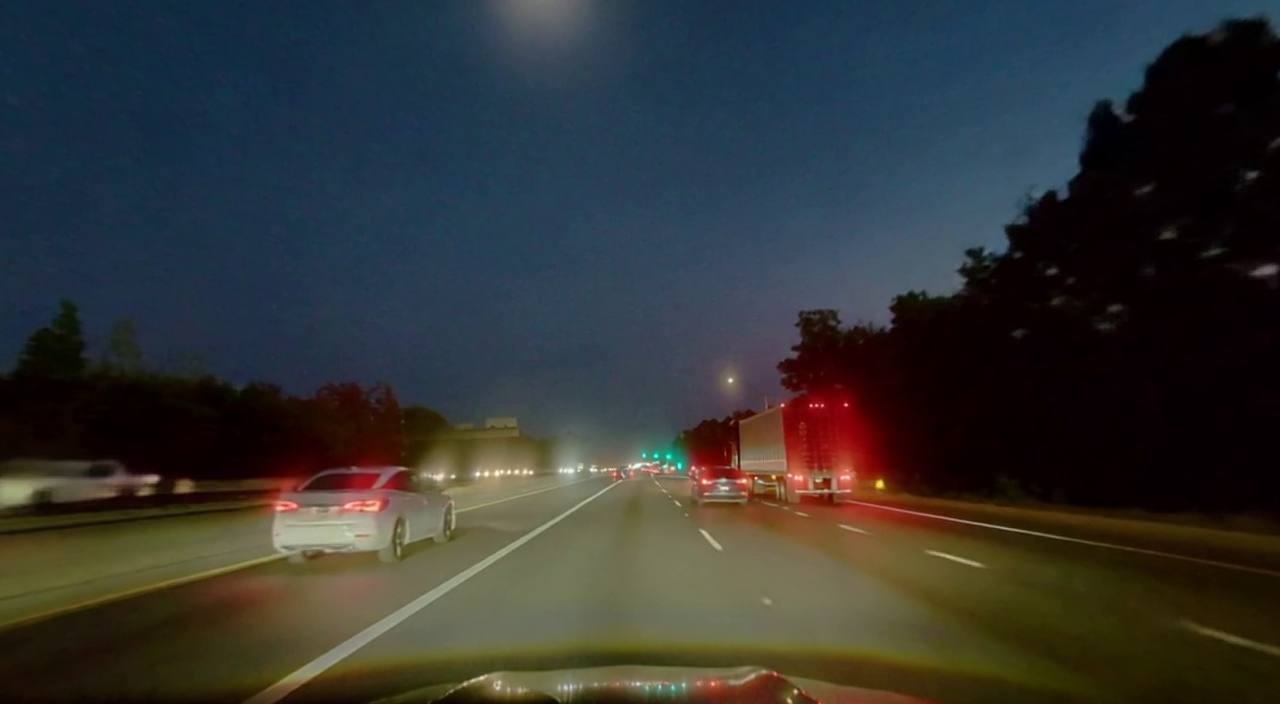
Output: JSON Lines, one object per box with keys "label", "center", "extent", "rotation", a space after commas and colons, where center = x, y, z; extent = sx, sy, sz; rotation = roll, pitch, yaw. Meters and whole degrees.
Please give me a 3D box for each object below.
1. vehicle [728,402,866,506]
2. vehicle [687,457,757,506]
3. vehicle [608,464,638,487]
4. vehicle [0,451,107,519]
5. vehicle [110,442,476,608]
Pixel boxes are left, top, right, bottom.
{"label": "vehicle", "center": [7.506, 5.671, 34.011], "extent": [2.861, 4.086, 17.499], "rotation": [1, -10, -1]}
{"label": "vehicle", "center": [3.089, 5.032, 24.712], "extent": [2.050, 1.708, 4.457], "rotation": [1, -10, -1]}
{"label": "vehicle", "center": [-1.167, 8.919, 45.607], "extent": [2.025, 1.547, 4.150], "rotation": [1, -10, 0]}
{"label": "vehicle", "center": [-15.538, 3.086, 14.672], "extent": [1.943, 1.509, 4.783], "rotation": [1, -10, 0]}
{"label": "vehicle", "center": [-3.826, 2.030, 8.209], "extent": [2.065, 1.485, 4.682], "rotation": [1, -10, 0]}
